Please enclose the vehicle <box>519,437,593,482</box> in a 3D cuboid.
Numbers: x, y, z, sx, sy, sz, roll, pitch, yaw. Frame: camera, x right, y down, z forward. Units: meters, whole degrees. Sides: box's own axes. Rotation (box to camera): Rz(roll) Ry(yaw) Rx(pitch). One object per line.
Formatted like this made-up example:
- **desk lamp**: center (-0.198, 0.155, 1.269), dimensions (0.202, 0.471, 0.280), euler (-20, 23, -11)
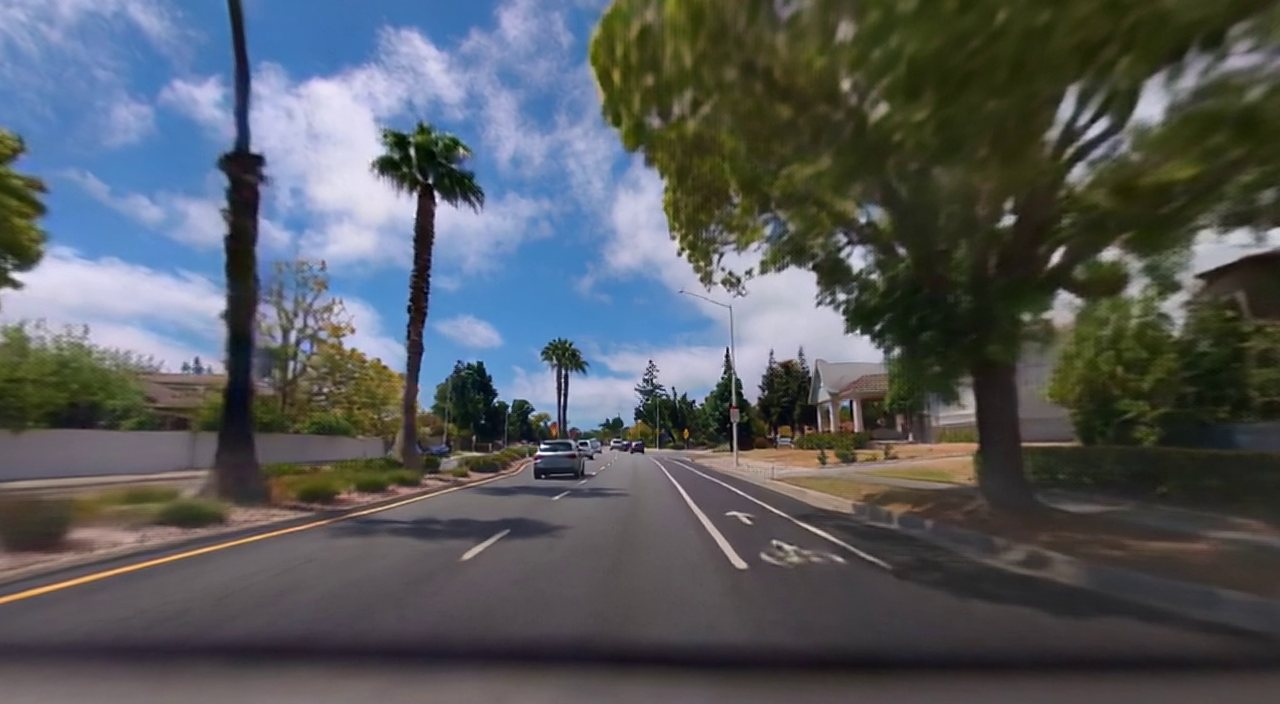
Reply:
- **vehicle**: center (-3.010, 3.979, 23.616), dimensions (2.075, 1.498, 4.730), euler (0, -8, 1)
